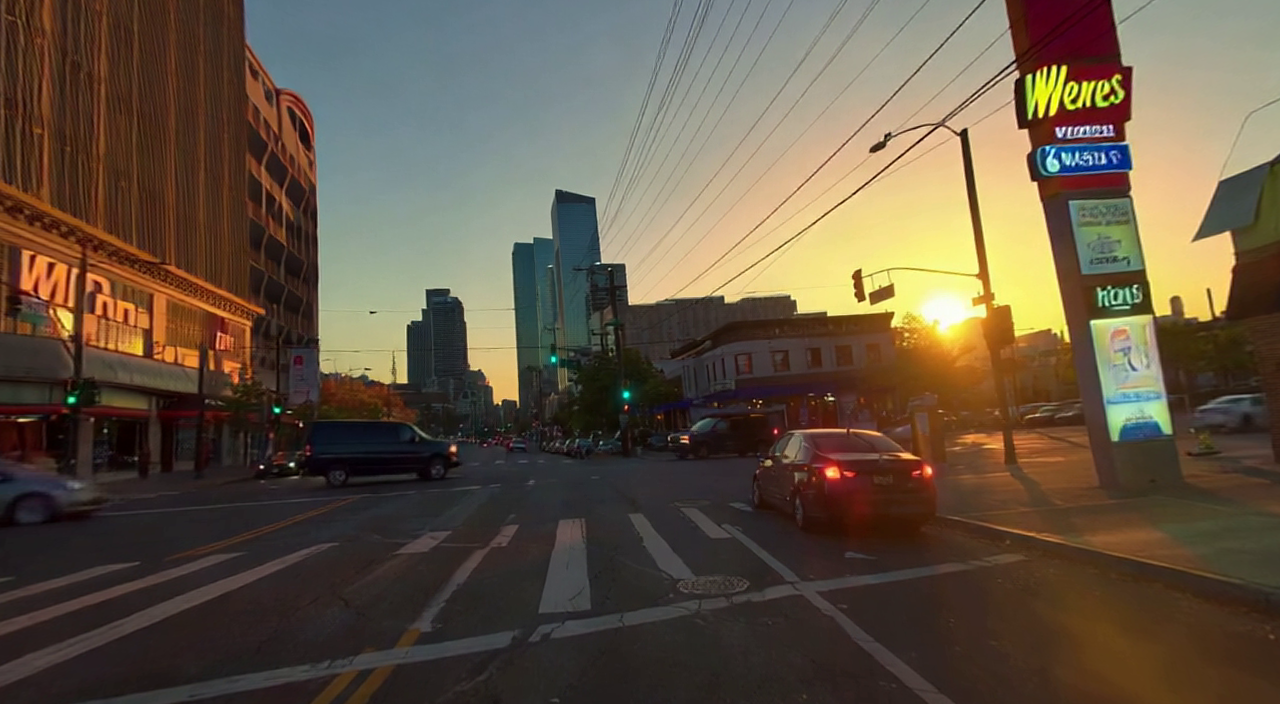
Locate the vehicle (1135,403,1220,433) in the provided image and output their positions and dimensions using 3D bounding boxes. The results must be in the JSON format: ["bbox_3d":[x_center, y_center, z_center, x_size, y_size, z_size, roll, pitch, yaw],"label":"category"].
[{"bbox_3d":[29.002,3.591,34.051,4.499,1.524,1.784,4,-9,-28],"label":"vehicle"}]

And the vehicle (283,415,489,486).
[{"bbox_3d":[-7.858,3.101,20.070,5.603,1.938,2.081,8,-11,-43],"label":"vehicle"}]

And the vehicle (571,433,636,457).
[{"bbox_3d":[-2.692,6.807,46.382,4.591,1.686,1.816,1,-9,-11],"label":"vehicle"}]

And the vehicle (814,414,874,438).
[{"bbox_3d":[16.000,5.833,49.425,4.589,1.730,1.801,4,-10,-31],"label":"vehicle"}]

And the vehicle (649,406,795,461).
[{"bbox_3d":[3.354,3.336,25.573,5.588,1.985,2.374,5,-10,-32],"label":"vehicle"}]
